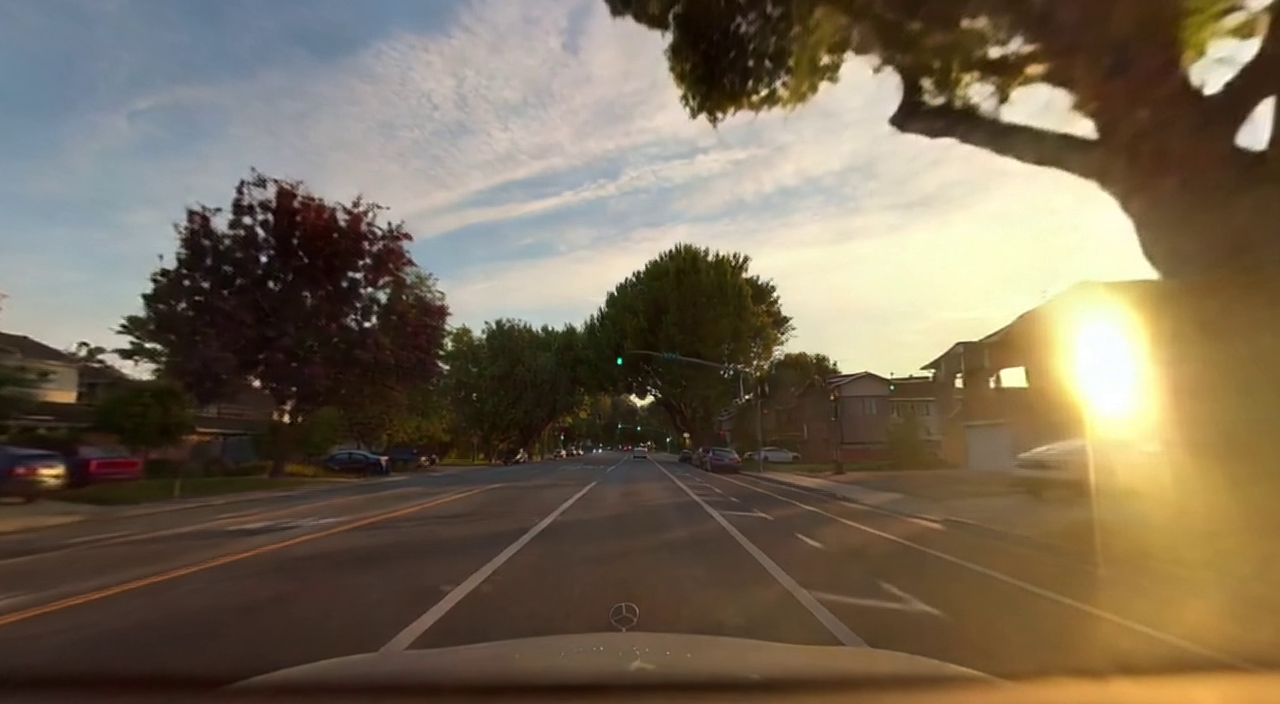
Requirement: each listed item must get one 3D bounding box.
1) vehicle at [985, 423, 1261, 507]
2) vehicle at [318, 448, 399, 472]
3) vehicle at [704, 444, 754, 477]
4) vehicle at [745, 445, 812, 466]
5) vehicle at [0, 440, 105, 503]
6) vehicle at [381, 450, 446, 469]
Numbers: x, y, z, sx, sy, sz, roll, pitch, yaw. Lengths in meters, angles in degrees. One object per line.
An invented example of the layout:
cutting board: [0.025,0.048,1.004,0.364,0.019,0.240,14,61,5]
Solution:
vehicle: [11.387,2.693,15.143,4.880,1.842,2.069,0,-9,-1]
vehicle: [-18.285,7.030,40.955,4.355,1.482,1.794,0,-9,0]
vehicle: [5.176,6.331,37.074,2.164,1.729,4.488,2,-9,-2]
vehicle: [10.906,8.190,49.800,4.875,1.609,1.954,0,-9,1]
vehicle: [-18.400,3.350,17.955,4.328,1.674,1.931,1,-9,-3]
vehicle: [-17.725,8.423,49.380,4.349,1.457,1.997,1,-8,-2]
